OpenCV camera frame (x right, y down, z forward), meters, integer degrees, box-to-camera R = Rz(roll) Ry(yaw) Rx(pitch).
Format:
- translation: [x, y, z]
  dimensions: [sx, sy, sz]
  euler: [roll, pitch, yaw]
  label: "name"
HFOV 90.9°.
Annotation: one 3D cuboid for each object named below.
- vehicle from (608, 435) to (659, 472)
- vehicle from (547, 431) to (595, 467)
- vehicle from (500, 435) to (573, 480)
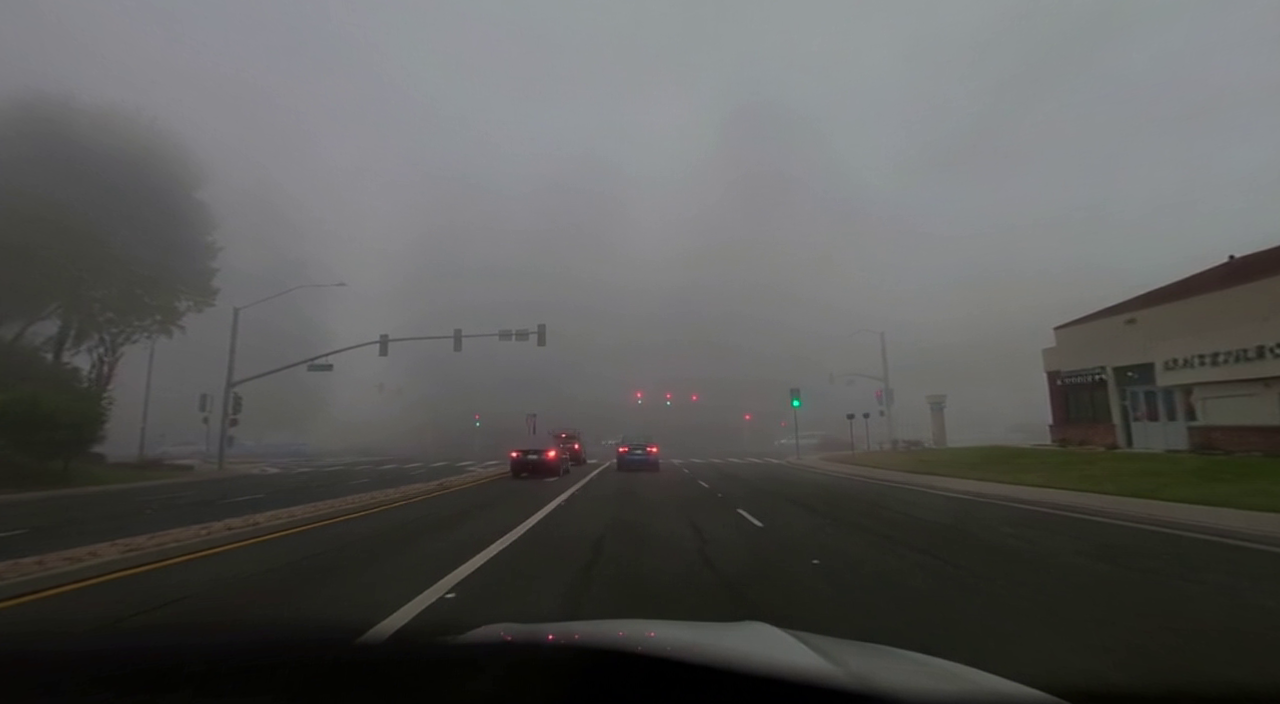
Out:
- translation: [-0.286, 4.424, 27.623]
  dimensions: [2.066, 1.482, 3.923]
  euler: [0, -8, 0]
  label: "vehicle"
- translation: [-3.614, 5.207, 33.907]
  dimensions: [2.029, 1.752, 4.420]
  euler: [0, -8, 0]
  label: "vehicle"
- translation: [-3.722, 3.877, 23.430]
  dimensions: [1.942, 1.497, 4.561]
  euler: [0, -8, 0]
  label: "vehicle"
